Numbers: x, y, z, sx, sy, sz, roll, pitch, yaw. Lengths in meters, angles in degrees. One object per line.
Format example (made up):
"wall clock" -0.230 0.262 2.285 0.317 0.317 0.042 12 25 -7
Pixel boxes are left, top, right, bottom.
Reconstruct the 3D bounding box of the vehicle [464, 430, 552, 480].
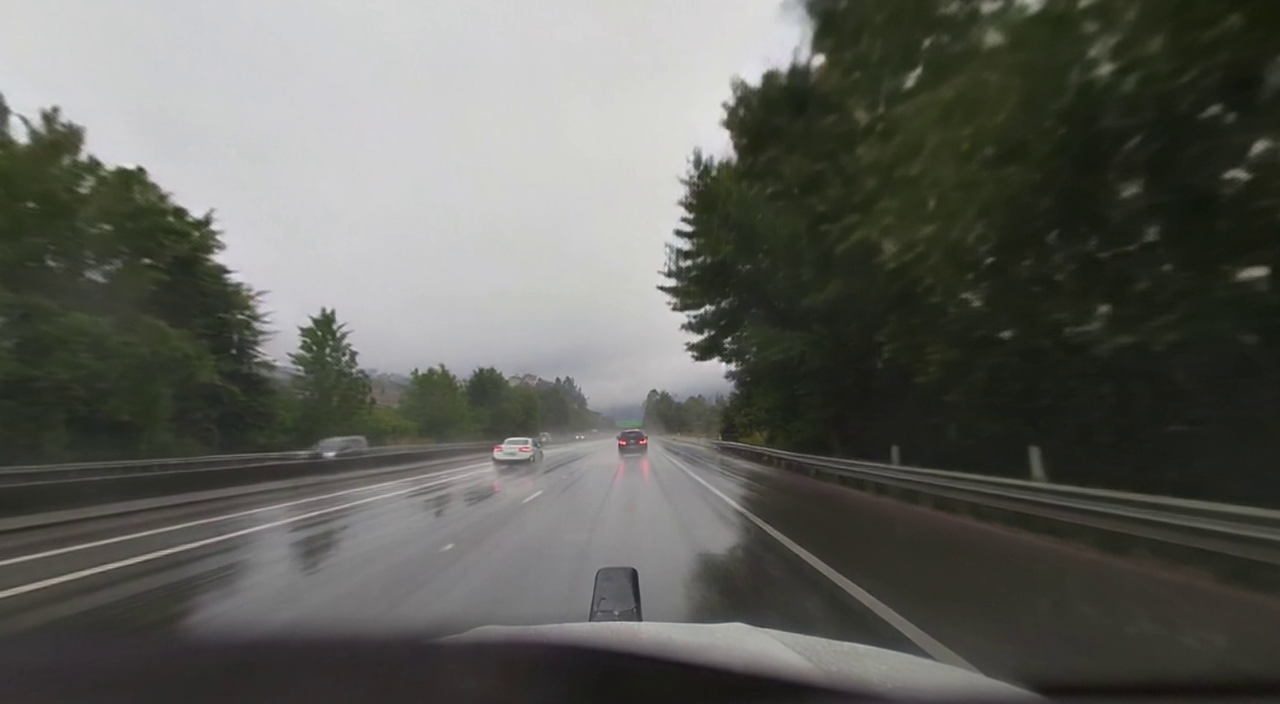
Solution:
"vehicle" -4.290 3.399 21.161 2.030 1.491 4.046 0 -8 1

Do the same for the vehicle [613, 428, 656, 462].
"vehicle" -0.290 4.927 33.566 2.134 1.654 4.174 0 -8 0

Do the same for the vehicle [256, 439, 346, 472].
"vehicle" -16.142 4.913 30.301 1.790 1.459 4.542 0 -8 0
